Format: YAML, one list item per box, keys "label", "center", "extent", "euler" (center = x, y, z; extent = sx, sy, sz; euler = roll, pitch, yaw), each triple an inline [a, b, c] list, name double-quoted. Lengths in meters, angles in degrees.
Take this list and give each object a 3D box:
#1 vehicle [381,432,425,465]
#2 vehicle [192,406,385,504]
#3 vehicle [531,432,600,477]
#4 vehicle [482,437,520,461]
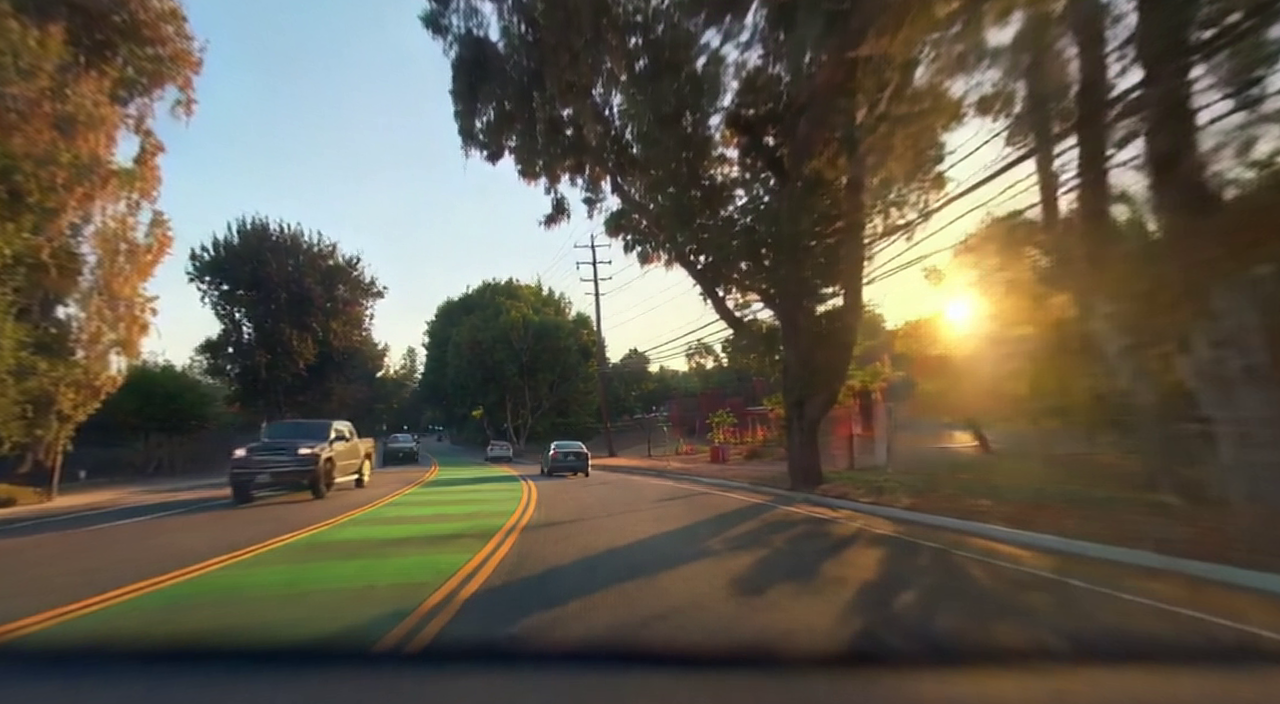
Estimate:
- label: "vehicle"
  center: [-13.130, 5.308, 35.173]
  extent: [1.967, 1.688, 4.286]
  euler: [2, -7, -17]
- label: "vehicle"
  center: [-8.664, 2.631, 16.458]
  extent: [2.524, 2.051, 5.963]
  euler: [1, -9, -11]
- label: "vehicle"
  center: [-3.317, 4.393, 27.302]
  extent: [2.140, 1.767, 4.720]
  euler: [3, -9, -17]
- label: "vehicle"
  center: [-10.478, 7.269, 47.343]
  extent: [2.075, 1.699, 4.520]
  euler: [3, -9, -21]
